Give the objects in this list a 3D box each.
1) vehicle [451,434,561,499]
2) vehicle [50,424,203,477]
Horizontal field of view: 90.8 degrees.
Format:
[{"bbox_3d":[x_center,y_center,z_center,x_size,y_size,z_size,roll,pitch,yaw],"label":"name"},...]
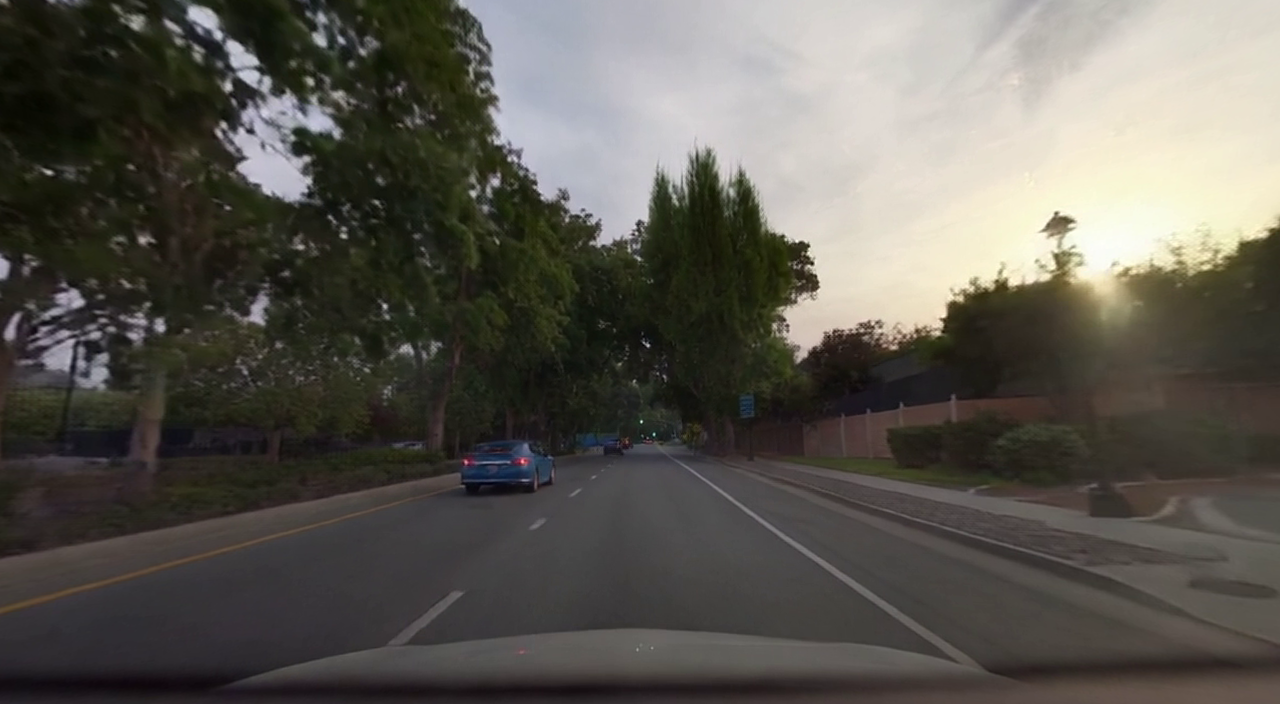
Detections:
[{"bbox_3d":[-3.308,2.909,16.525,1.870,1.431,4.317,0,-8,1],"label":"vehicle"},{"bbox_3d":[-34.323,6.624,42.882,2.817,3.013,8.966,-5,-8,1],"label":"vehicle"}]
